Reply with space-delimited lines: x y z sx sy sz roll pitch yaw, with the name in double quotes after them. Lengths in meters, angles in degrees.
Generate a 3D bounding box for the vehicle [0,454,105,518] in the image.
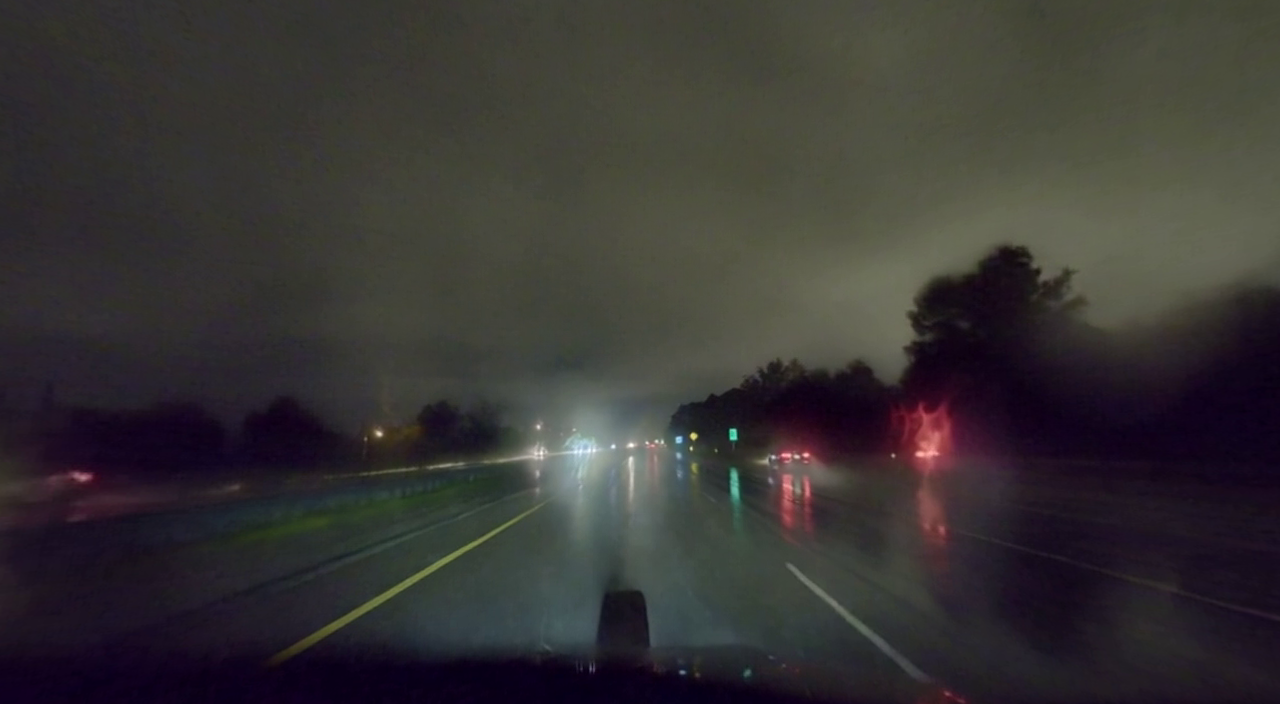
-32.616 6.859 32.561 2.815 3.027 8.058 0 -8 1 "vehicle"
